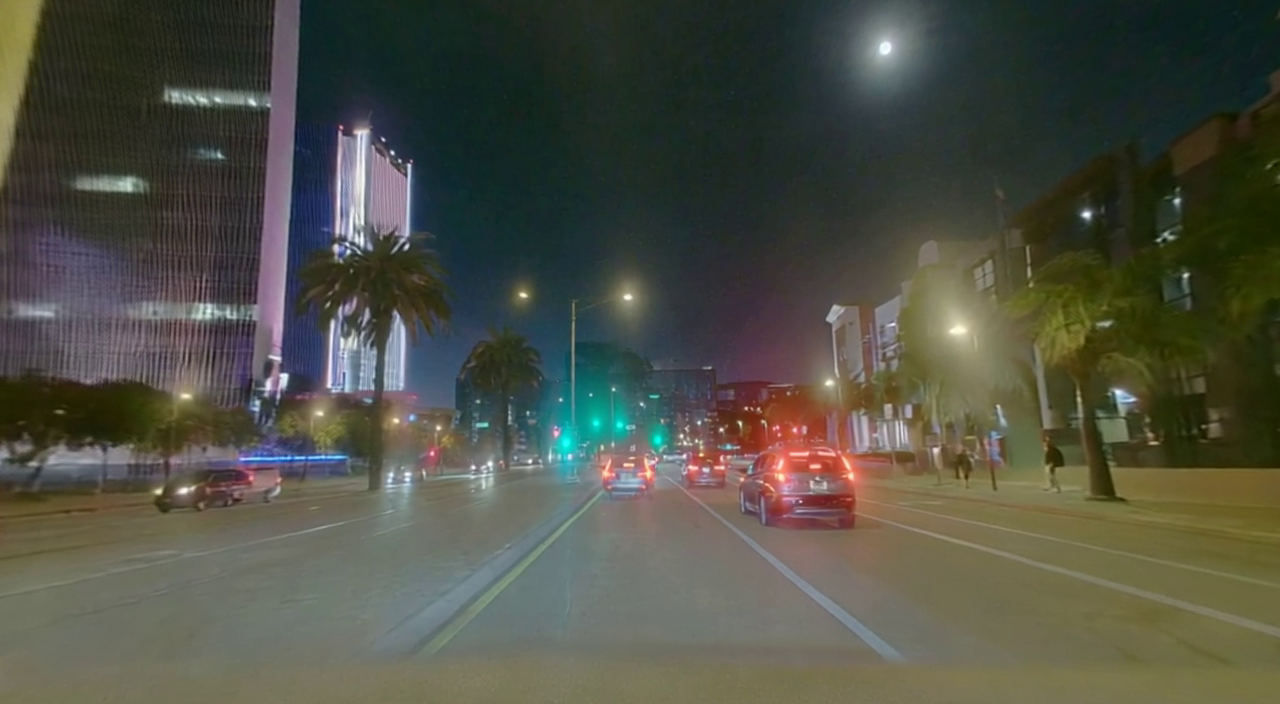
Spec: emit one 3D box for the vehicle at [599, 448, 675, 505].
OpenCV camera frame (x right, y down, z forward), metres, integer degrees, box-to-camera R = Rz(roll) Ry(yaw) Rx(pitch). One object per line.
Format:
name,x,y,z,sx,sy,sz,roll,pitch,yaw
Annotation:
vehicle,-0.033,3.684,19.093,2.077,1.518,3.760,0,-9,1

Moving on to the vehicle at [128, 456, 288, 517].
vehicle,-14.665,4.543,21.816,2.104,1.802,4.852,0,-9,-1

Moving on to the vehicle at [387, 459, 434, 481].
vehicle,-17.631,9.068,48.474,1.887,1.569,4.014,-1,-9,3

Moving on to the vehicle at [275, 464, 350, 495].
vehicle,-18.446,7.176,35.693,1.873,1.468,4.485,0,-9,0

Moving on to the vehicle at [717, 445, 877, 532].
vehicle,3.082,2.800,13.651,2.051,1.509,4.933,0,-9,-2

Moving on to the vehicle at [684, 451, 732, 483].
vehicle,3.379,5.783,31.910,2.115,1.500,3.524,0,-9,1
